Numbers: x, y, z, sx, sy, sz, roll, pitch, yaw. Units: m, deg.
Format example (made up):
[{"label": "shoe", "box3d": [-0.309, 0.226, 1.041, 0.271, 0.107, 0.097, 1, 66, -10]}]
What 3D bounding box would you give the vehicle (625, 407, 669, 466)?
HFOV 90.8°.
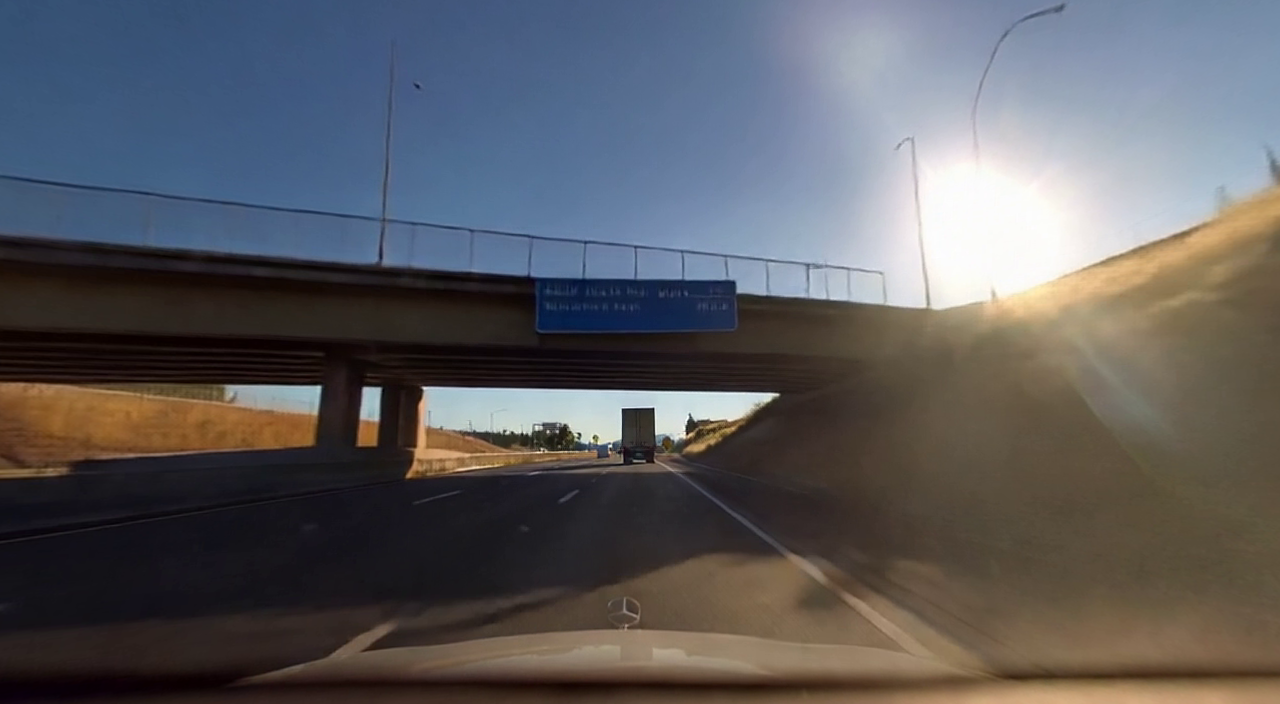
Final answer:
[{"label": "vehicle", "box3d": [0.427, 6.727, 49.254, 3.033, 3.985, 12.383, 0, -9, 0]}]
